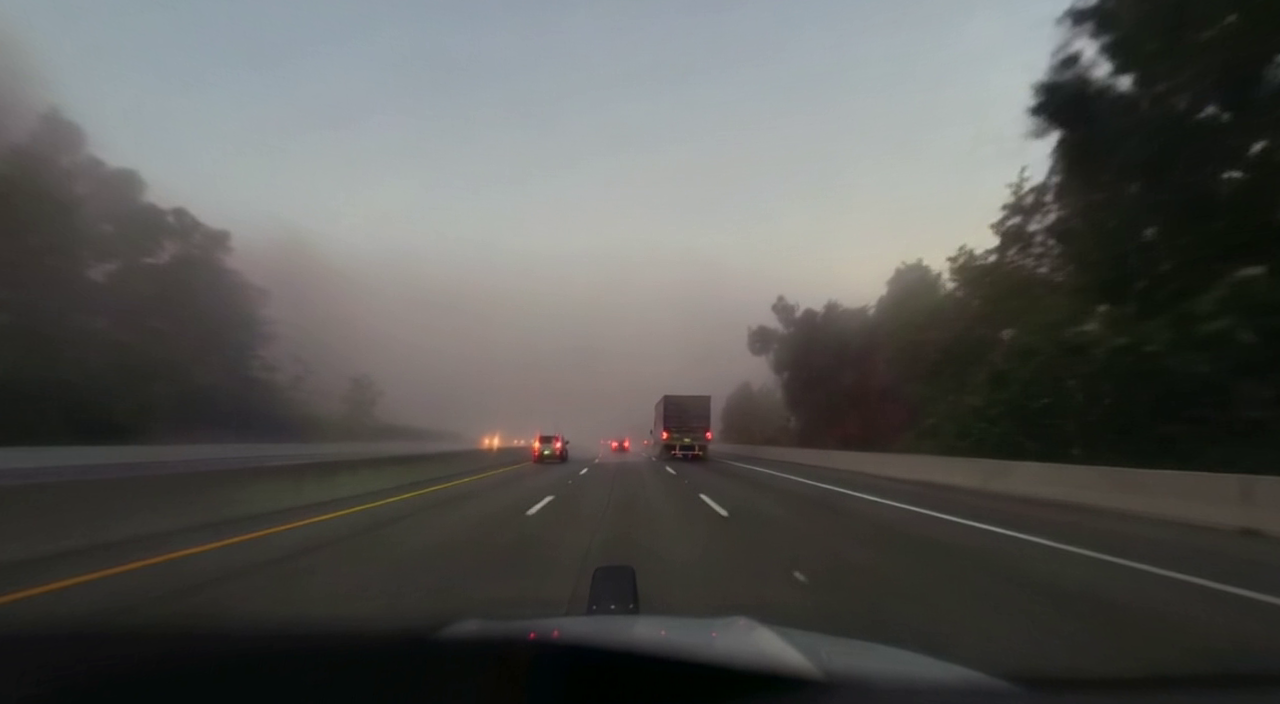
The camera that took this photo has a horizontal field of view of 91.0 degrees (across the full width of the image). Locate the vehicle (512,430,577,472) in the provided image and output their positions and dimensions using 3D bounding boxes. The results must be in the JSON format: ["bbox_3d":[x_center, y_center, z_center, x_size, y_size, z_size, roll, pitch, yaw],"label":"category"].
[{"bbox_3d":[-4.329,4.558,29.255,2.377,1.747,4.703,0,-8,-1],"label":"vehicle"}]

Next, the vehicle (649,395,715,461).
[{"bbox_3d":[2.696,5.681,46.048,3.301,4.034,13.722,0,-8,-3],"label":"vehicle"}]

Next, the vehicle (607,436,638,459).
[{"bbox_3d":[-1.243,6.656,43.982,2.125,1.542,3.816,0,-8,-2],"label":"vehicle"}]
